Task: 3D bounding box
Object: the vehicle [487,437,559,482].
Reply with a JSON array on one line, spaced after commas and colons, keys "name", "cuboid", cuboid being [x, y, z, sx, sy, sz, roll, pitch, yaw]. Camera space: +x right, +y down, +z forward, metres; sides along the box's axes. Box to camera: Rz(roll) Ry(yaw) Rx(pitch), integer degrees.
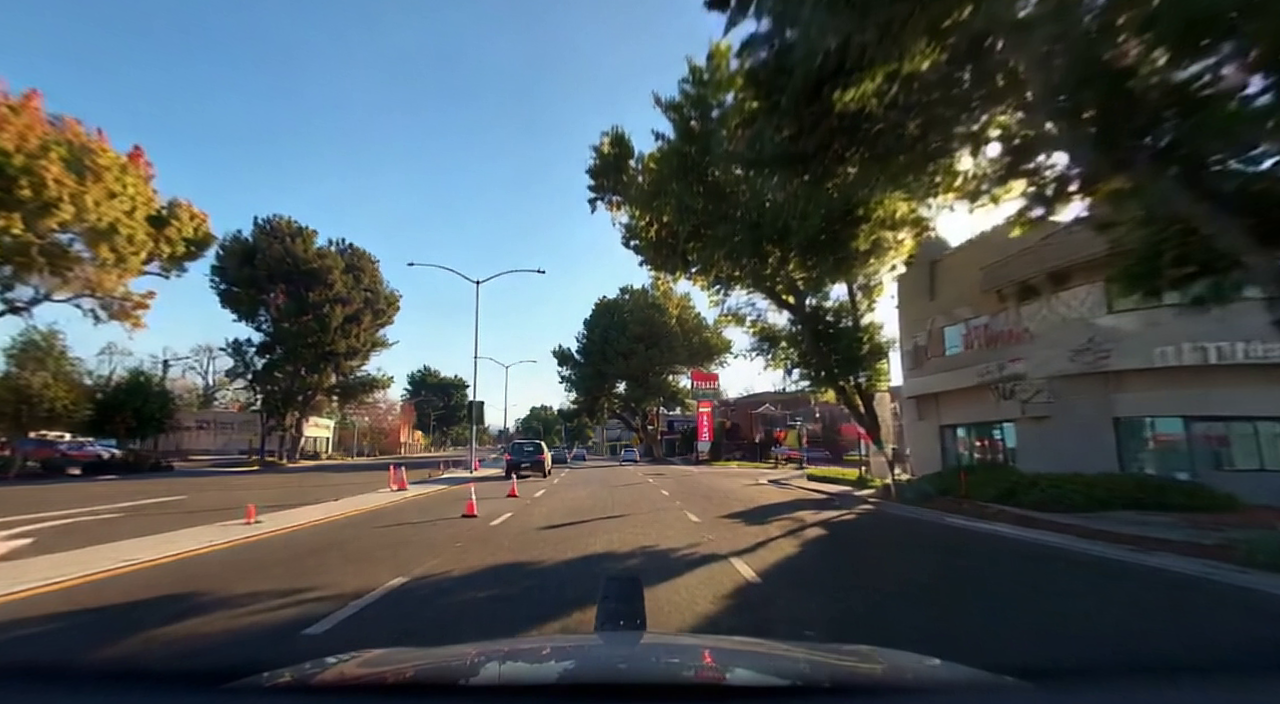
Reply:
[{"name": "vehicle", "cuboid": [-4.747, 4.440, 26.341, 2.381, 1.721, 4.186, 0, -9, -3]}]
